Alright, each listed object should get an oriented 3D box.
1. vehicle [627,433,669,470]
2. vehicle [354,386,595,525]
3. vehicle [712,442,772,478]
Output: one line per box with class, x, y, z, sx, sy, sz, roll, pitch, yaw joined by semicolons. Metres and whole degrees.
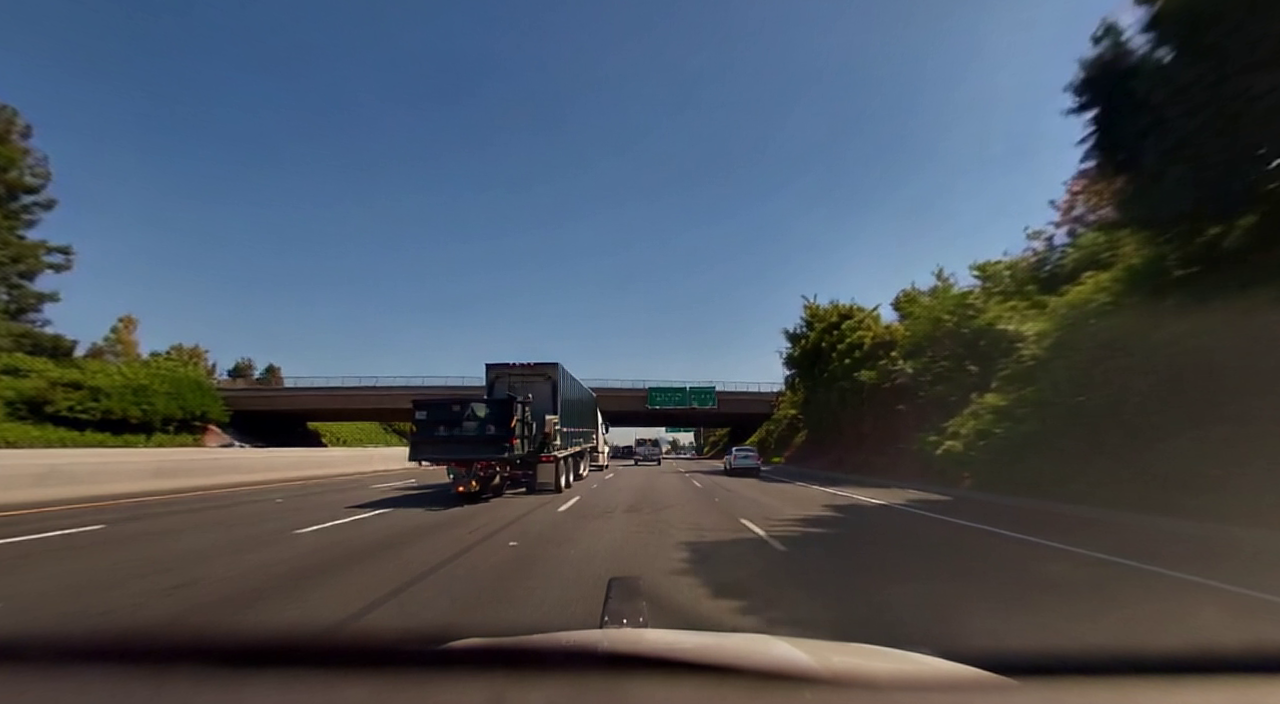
vehicle;0.499;5.958;37.865;2.309;2.023;5.130;0;-8;1
vehicle;-3.448;3.033;19.251;2.854;2.379;16.653;0;-9;0
vehicle;4.593;4.896;28.906;1.993;1.474;4.230;0;-8;-1
